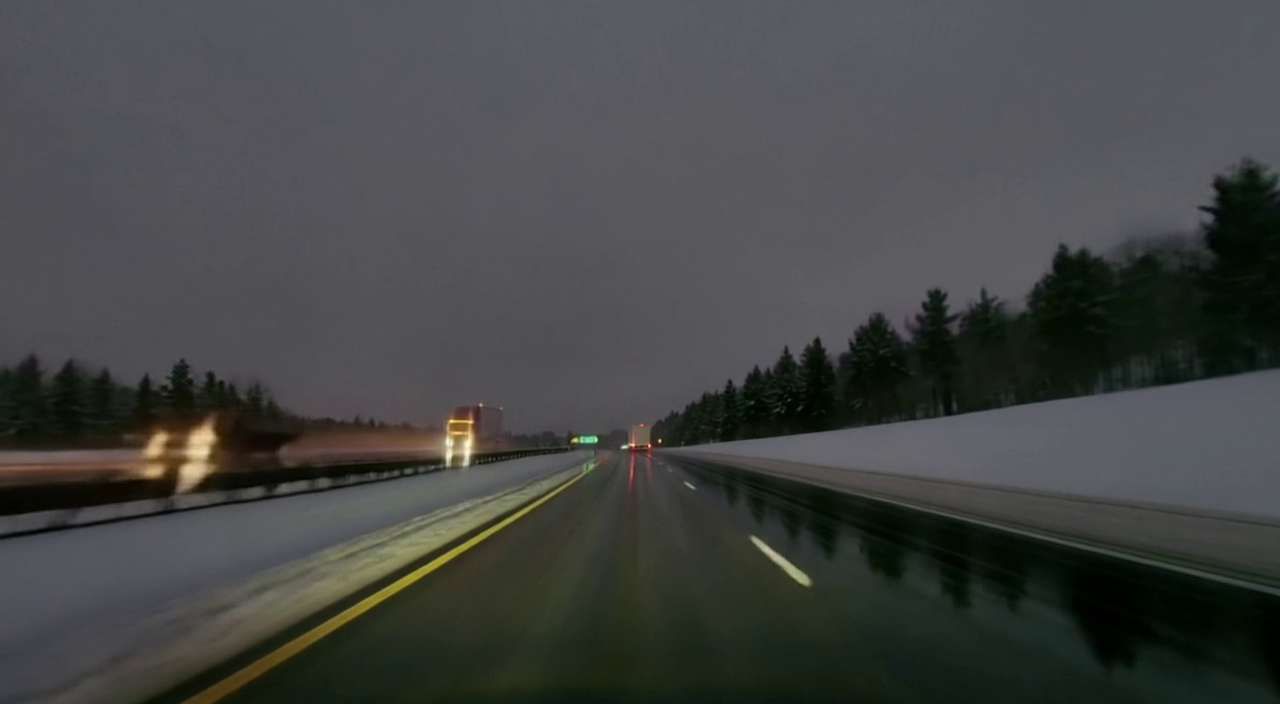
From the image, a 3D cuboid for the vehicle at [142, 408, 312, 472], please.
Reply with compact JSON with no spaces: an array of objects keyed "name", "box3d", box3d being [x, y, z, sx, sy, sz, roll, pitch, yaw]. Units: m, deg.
[{"name":"vehicle","box3d":[-11.849,2.599,18.466,2.006,1.663,4.316,0,-8,1]}]
